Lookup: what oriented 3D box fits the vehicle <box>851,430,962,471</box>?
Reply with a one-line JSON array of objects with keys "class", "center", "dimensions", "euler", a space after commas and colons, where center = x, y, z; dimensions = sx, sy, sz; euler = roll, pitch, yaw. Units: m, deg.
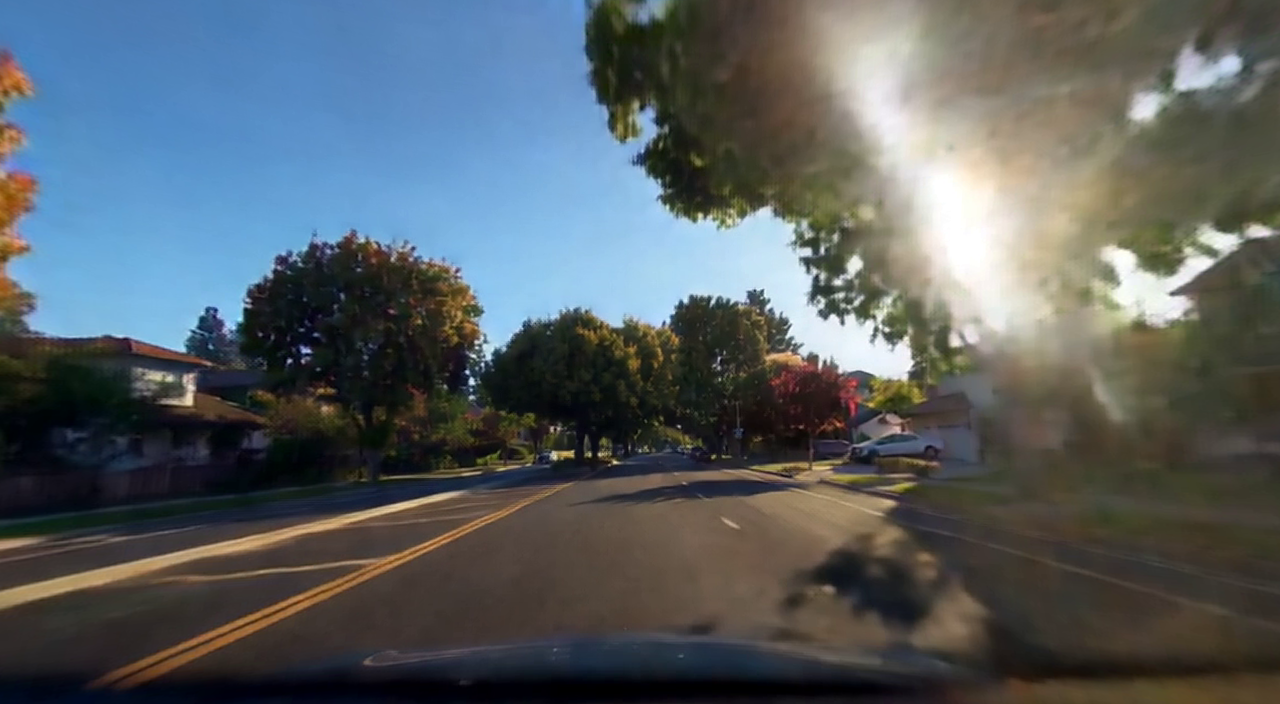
[{"class": "vehicle", "center": [13.551, 5.034, 32.385], "dimensions": [4.711, 1.979, 2.019], "euler": [-1, -8, 4]}]
